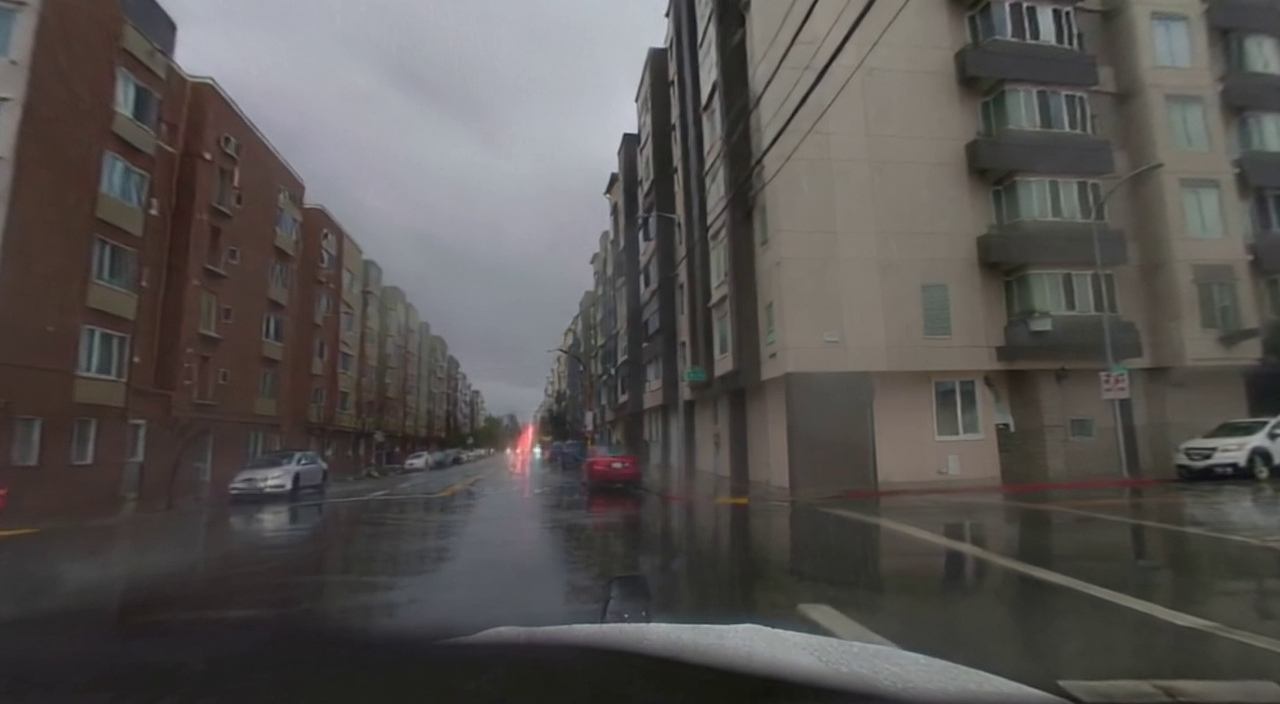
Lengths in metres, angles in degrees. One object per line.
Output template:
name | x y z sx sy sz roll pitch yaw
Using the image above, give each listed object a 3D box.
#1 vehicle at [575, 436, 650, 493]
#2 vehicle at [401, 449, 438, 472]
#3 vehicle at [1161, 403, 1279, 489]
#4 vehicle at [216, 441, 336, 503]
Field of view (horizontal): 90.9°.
vehicle | -1.138 4.094 23.272 2.164 1.721 4.416 -3 -8 -9
vehicle | -16.782 8.224 48.161 2.032 1.641 4.162 1 -9 -10
vehicle | 18.099 2.599 18.149 4.259 2.102 2.376 -2 -5 -10
vehicle | -12.409 4.069 21.878 2.140 1.874 4.475 1 -9 -11
